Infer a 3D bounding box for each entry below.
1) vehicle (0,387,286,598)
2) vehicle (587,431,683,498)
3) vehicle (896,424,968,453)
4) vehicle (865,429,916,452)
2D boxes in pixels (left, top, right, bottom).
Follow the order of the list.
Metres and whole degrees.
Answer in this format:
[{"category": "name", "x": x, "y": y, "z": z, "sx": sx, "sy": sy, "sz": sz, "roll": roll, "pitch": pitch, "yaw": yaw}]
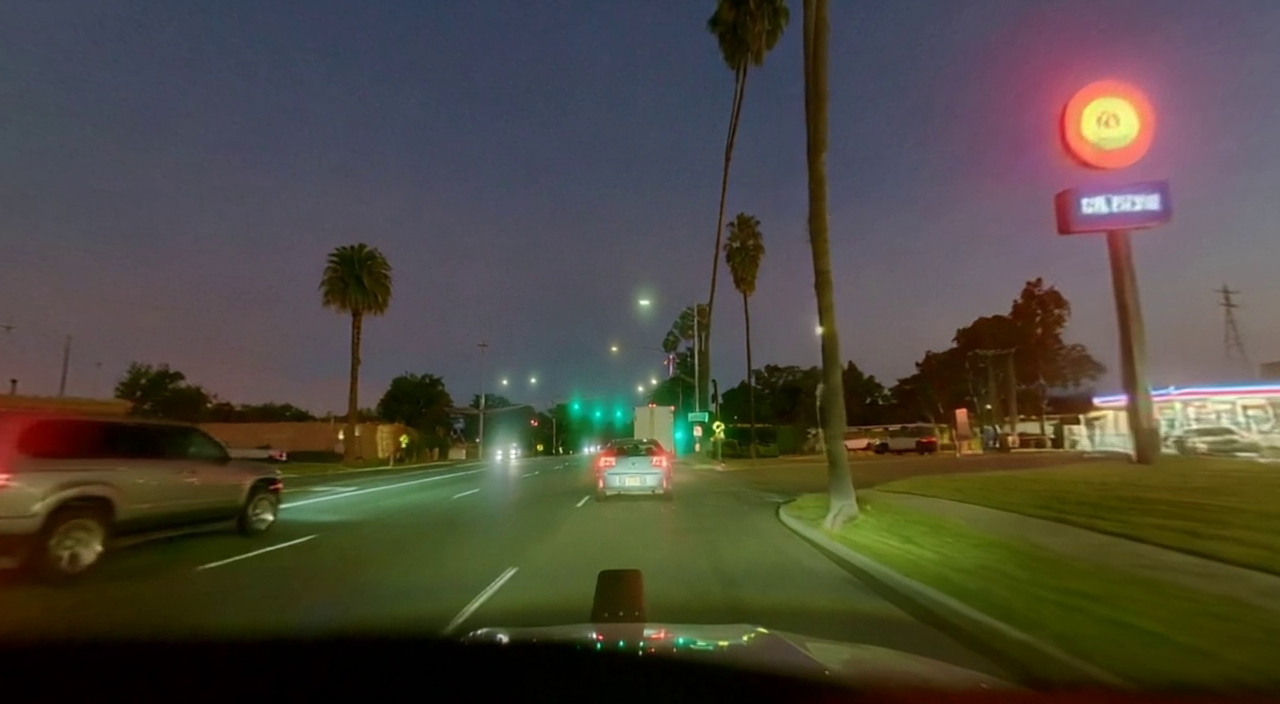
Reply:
[{"category": "vehicle", "x": -6.208, "y": 1.401, "z": 6.816, "sx": 2.057, "sy": 1.705, "sz": 4.394, "roll": 0, "pitch": -9, "yaw": 1}, {"category": "vehicle", "x": -0.067, "y": 2.864, "z": 16.384, "sx": 2.145, "sy": 1.483, "sz": 4.453, "roll": 0, "pitch": -9, "yaw": 1}, {"category": "vehicle", "x": 17.332, "y": 5.206, "z": 37.498, "sx": 2.009, "sy": 1.630, "sz": 4.436, "roll": 0, "pitch": -9, "yaw": -2}, {"category": "vehicle", "x": 17.195, "y": 6.145, "z": 43.332, "sx": 1.902, "sy": 1.502, "sz": 4.395, "roll": 0, "pitch": -9, "yaw": 4}]
